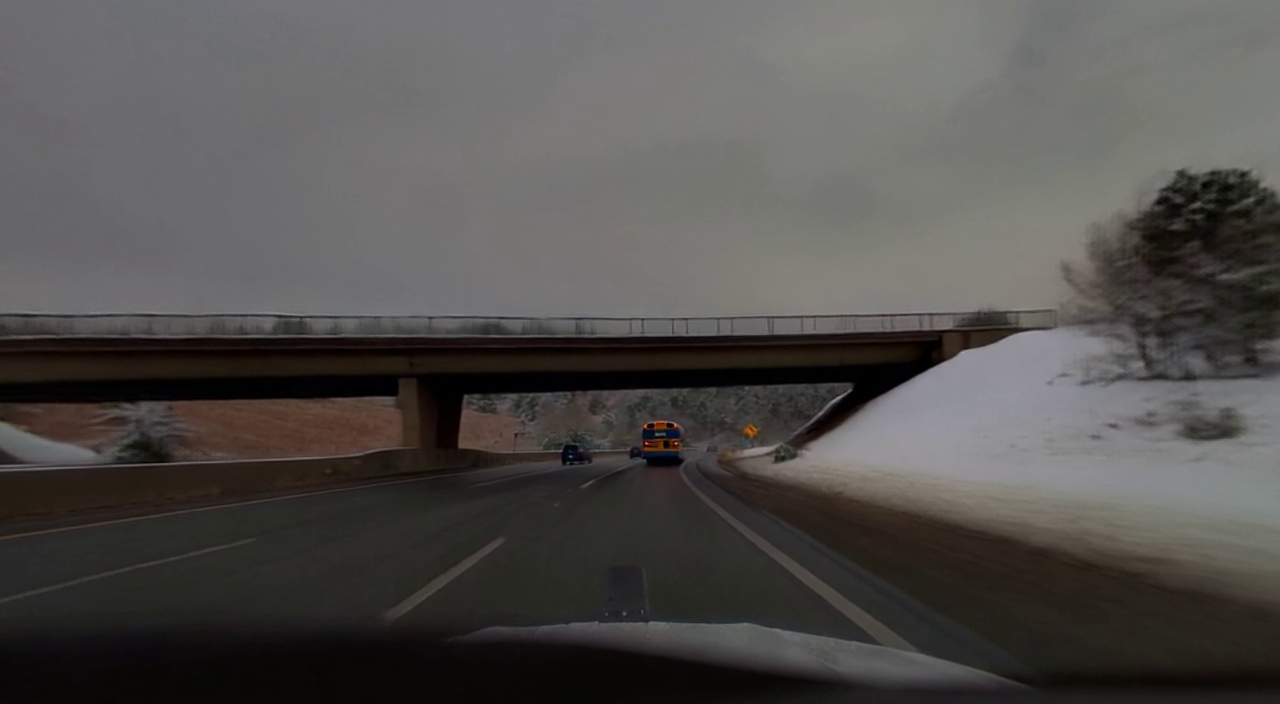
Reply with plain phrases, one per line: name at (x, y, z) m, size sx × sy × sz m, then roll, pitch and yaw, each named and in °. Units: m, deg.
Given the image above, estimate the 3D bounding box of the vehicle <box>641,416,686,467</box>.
vehicle at (1.846, 6.641, 46.532) m, size 2.945 × 3.295 × 10.406 m, roll 0°, pitch -8°, yaw 3°
